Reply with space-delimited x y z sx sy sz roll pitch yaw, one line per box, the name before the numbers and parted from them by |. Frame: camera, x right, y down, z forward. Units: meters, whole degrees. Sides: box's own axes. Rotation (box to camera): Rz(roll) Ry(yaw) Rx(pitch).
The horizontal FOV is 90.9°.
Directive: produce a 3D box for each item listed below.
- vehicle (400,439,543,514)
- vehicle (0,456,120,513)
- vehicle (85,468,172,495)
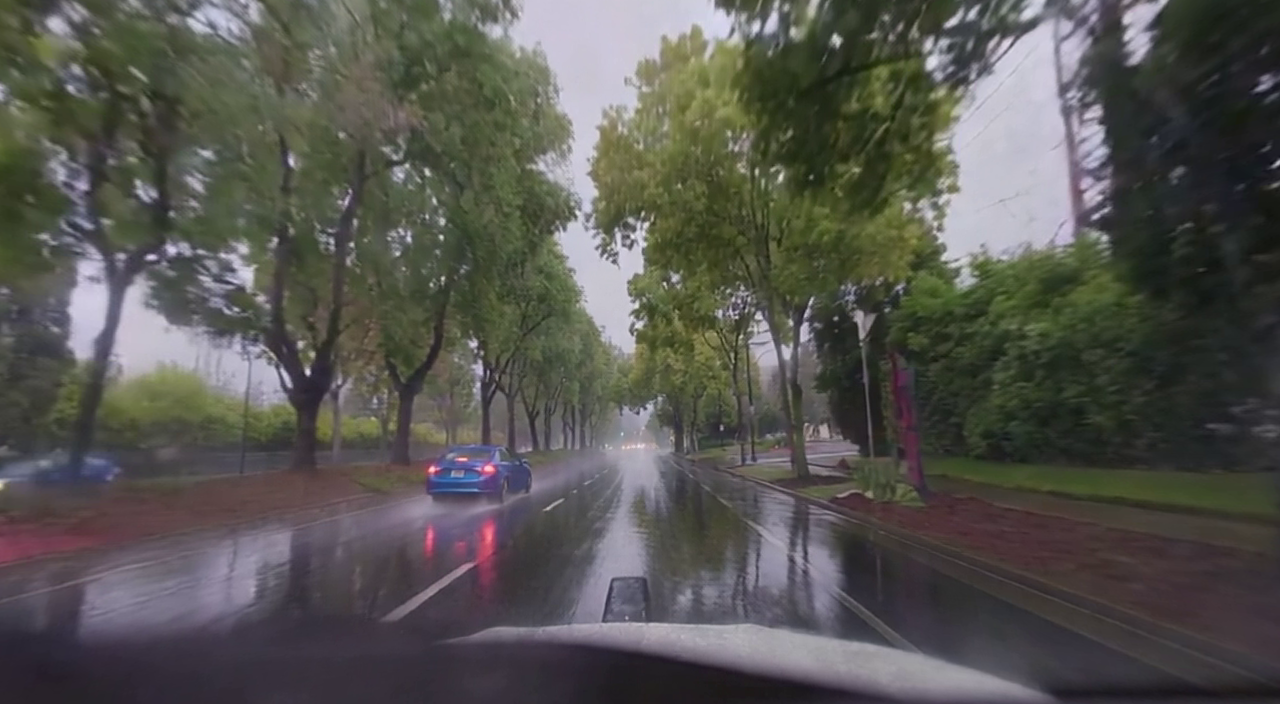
vehicle | -3.728 2.842 14.899 2.033 1.454 4.512 -1 -9 2
vehicle | -18.188 3.870 18.650 1.839 1.458 4.402 -1 -9 0
vehicle | -31.739 8.002 39.279 1.692 1.390 4.342 -1 -8 3
